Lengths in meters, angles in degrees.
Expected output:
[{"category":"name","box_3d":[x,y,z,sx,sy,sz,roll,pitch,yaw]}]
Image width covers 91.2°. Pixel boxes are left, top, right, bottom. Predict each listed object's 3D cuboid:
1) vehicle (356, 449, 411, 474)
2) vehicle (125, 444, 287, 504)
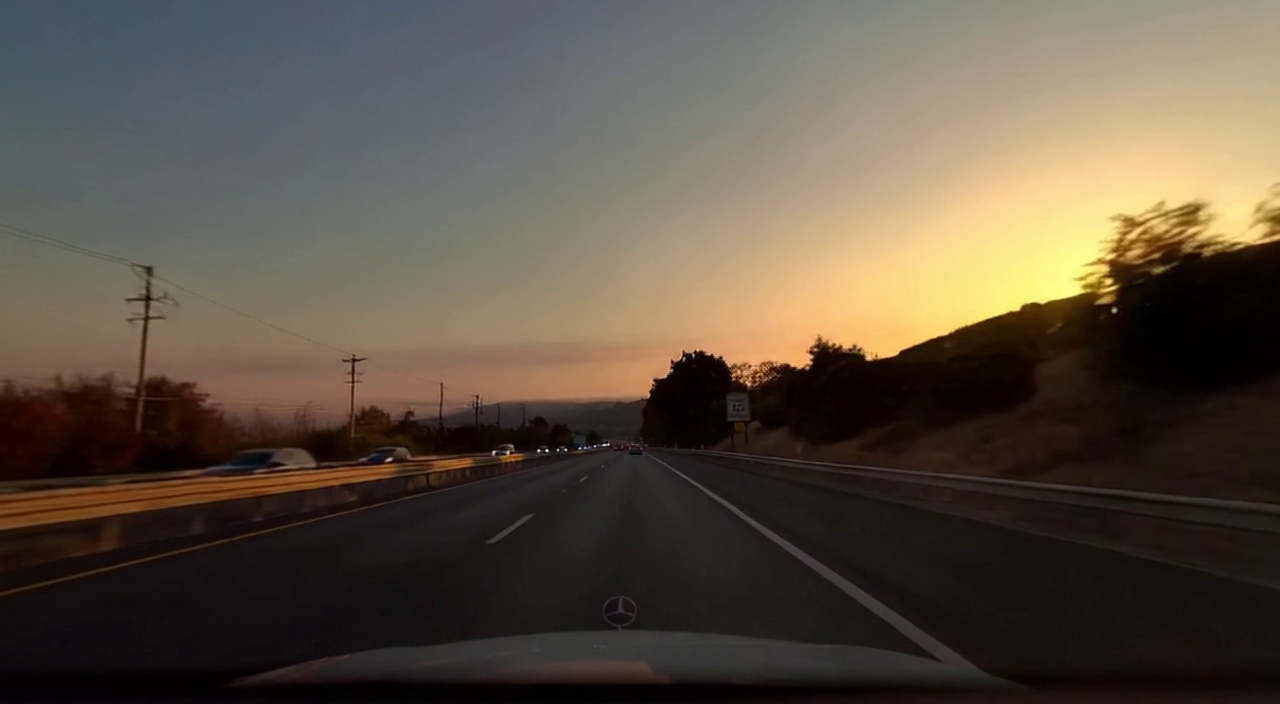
[{"category":"vehicle","box_3d":[-16.883,7.216,41.464,1.940,1.562,4.395,0,-9,-3]},{"category":"vehicle","box_3d":[-12.764,3.574,18.834,1.897,1.568,4.209,0,-9,-1]}]
